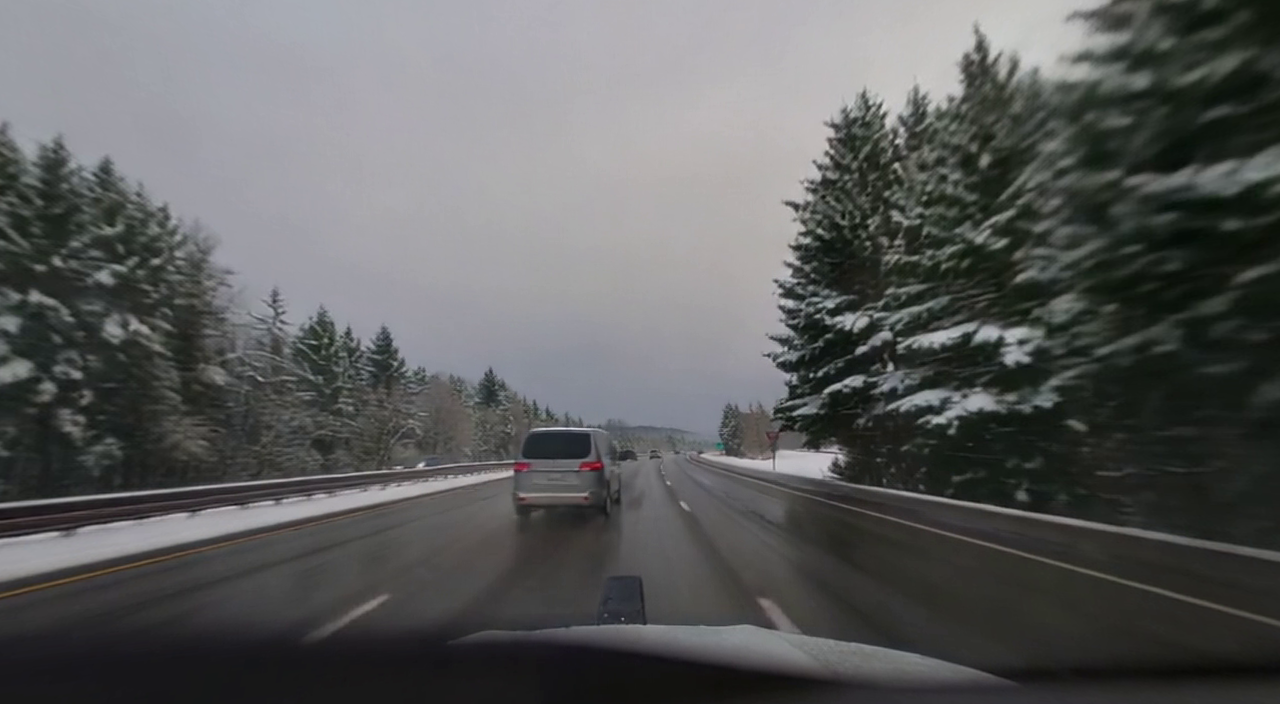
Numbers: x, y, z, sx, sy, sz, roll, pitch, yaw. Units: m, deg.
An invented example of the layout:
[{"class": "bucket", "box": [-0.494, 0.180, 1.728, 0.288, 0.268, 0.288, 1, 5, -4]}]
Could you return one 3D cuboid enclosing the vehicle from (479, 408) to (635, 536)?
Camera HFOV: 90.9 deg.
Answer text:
[{"class": "vehicle", "box": [-1.361, 2.330, 12.670, 2.219, 2.033, 4.911, -1, -9, 3]}]
